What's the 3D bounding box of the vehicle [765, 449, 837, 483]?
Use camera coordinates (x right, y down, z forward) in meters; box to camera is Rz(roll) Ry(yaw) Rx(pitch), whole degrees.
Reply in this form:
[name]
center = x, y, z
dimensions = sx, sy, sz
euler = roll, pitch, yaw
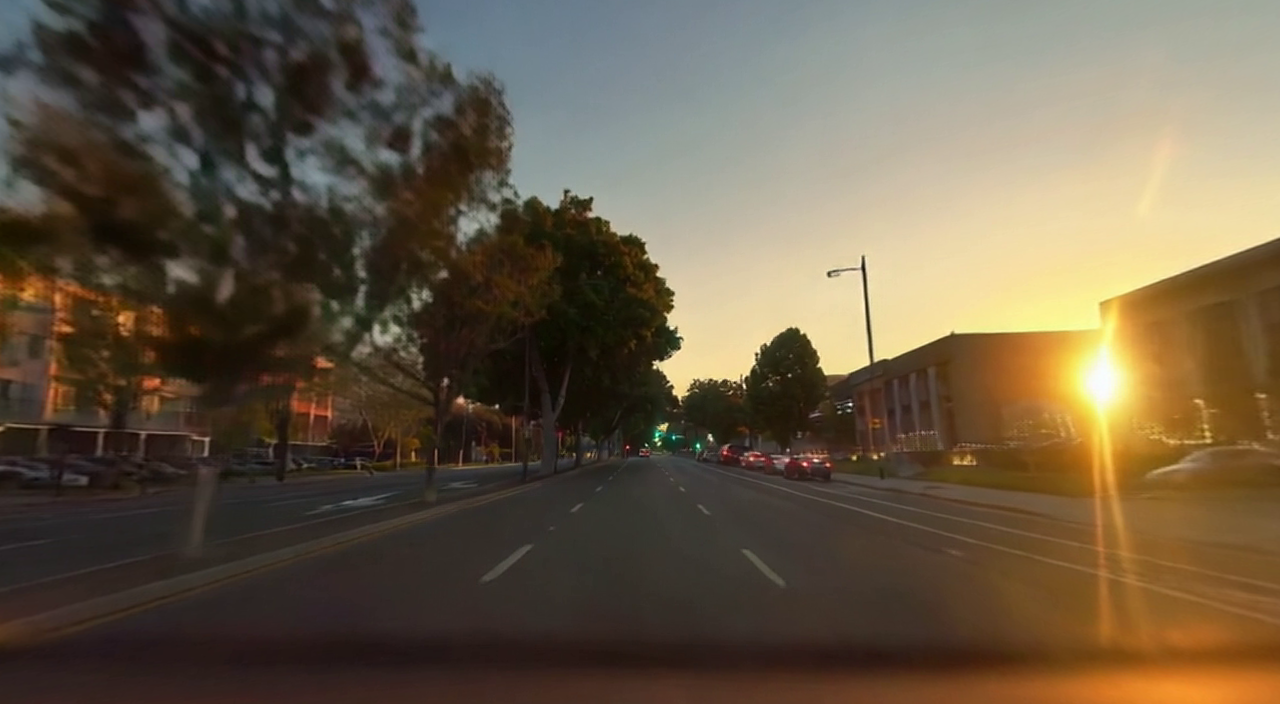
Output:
[vehicle]
center = 7.575, 5.400, 30.214
dimensions = 2.066, 1.451, 4.783
euler = 0, -9, -2
